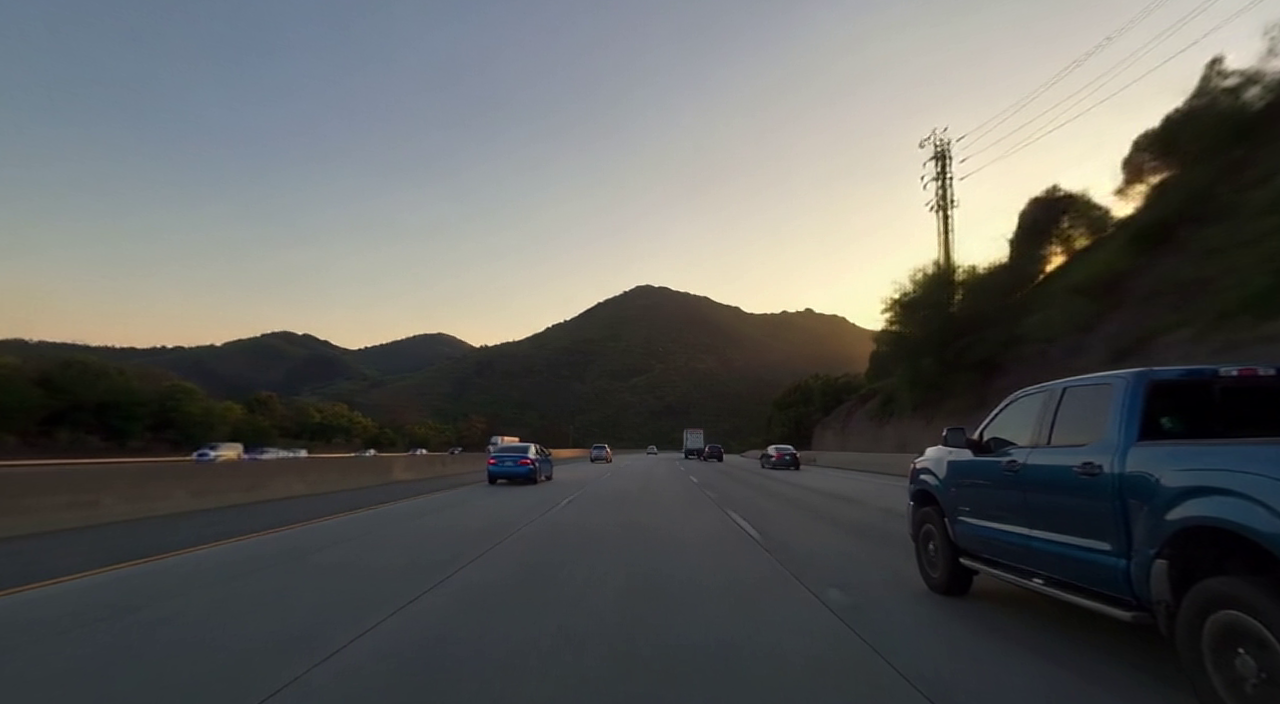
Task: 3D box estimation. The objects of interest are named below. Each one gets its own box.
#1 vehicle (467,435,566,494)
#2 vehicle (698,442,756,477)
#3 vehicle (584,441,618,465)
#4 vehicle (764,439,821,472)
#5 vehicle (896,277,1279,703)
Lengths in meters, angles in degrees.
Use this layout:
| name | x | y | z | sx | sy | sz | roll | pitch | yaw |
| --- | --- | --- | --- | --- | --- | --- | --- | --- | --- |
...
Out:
| name | x | y | z | sx | sy | sz | roll | pitch | yaw |
| --- | --- | --- | --- | --- | --- | --- | --- | --- | --- |
| vehicle | -3.766 | 3.534 | 20.153 | 2.113 | 1.636 | 4.494 | -1 | -8 | 2 |
| vehicle | 3.908 | 4.924 | 29.201 | 2.046 | 1.471 | 4.333 | 0 | -8 | 0 |
| vehicle | -2.867 | 7.579 | 47.316 | 2.021 | 1.679 | 4.310 | -1 | -8 | 3 |
| vehicle | 8.100 | 5.523 | 33.963 | 1.986 | 1.633 | 4.430 | 0 | -8 | 0 |
| vehicle | 3.475 | 0.823 | 3.302 | 2.098 | 1.925 | 5.171 | 0 | -8 | 0 |
